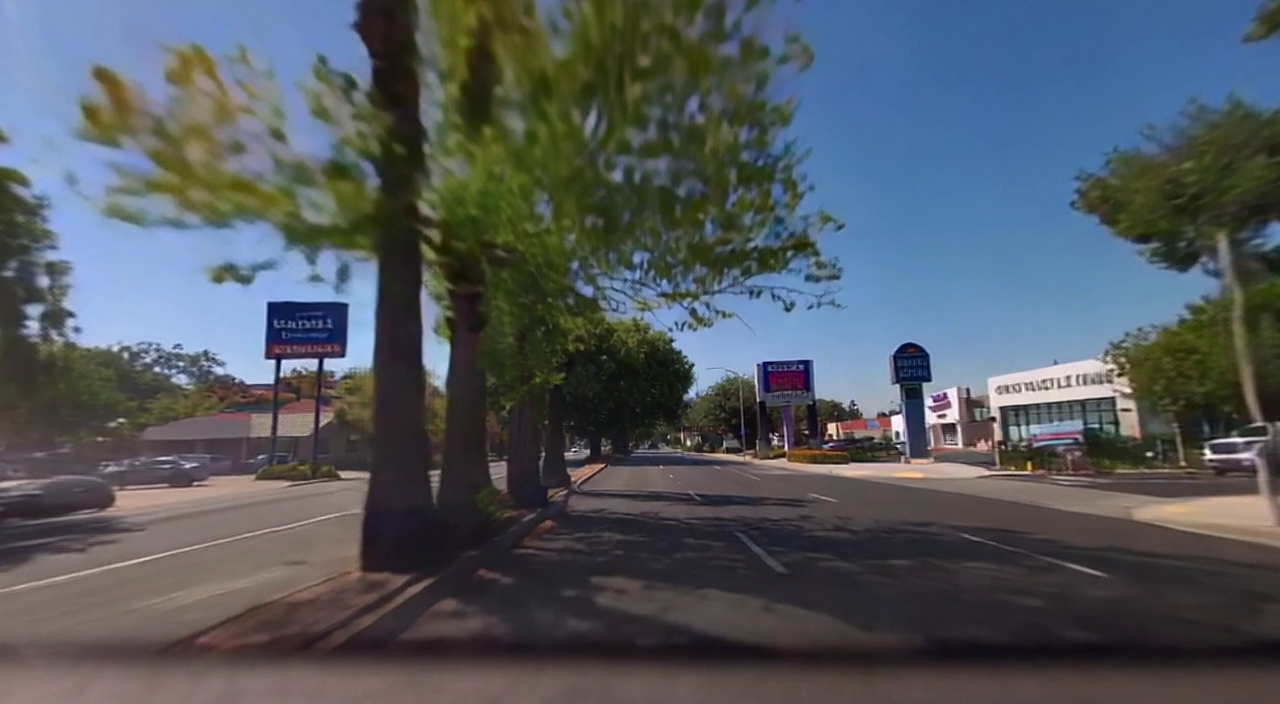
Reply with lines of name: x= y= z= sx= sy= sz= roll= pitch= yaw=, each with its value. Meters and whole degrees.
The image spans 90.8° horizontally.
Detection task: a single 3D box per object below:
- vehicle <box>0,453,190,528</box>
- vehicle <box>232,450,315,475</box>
vehicle: x=-14.074 y=3.456 z=16.269 sx=1.946 sy=1.489 sz=4.435 roll=-4 pitch=-8 yaw=-4
vehicle: x=-27.677 y=8.343 z=47.881 sx=4.922 sy=1.751 sz=2.195 roll=3 pitch=-9 yaw=-16
